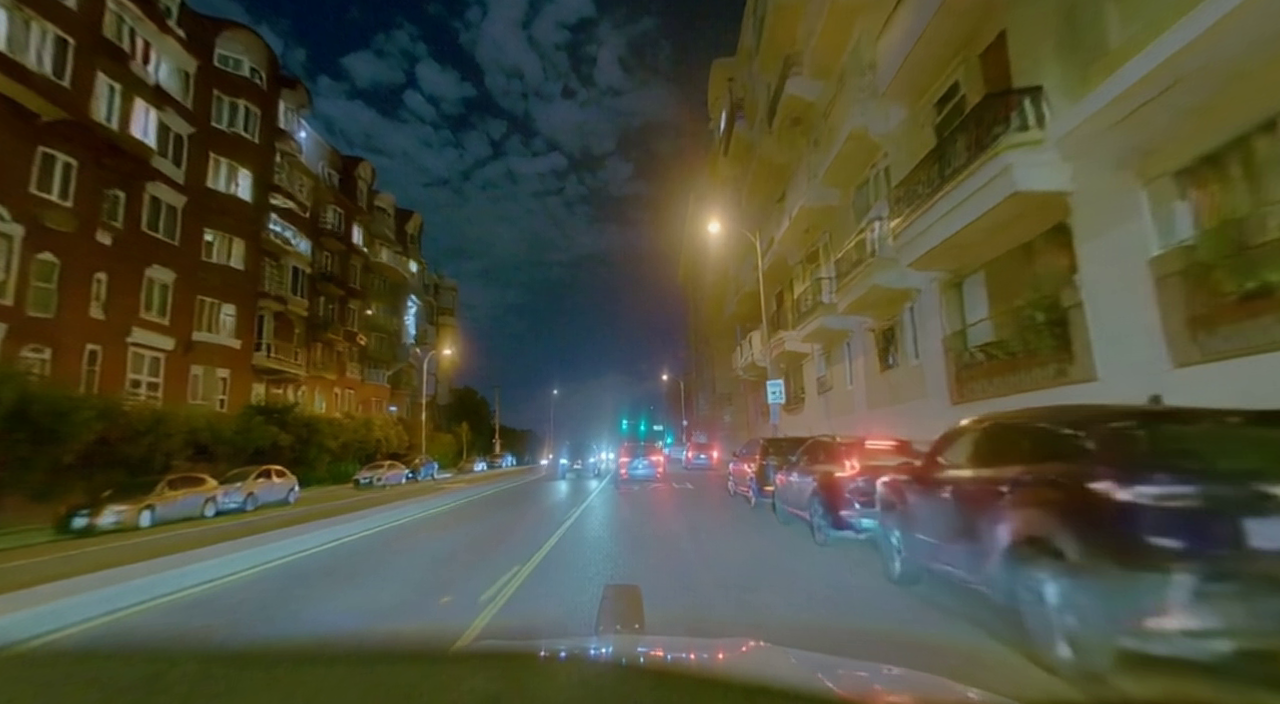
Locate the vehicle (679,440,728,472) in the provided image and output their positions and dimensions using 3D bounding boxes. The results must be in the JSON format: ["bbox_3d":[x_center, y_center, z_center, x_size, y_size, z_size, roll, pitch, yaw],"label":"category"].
[{"bbox_3d":[3.222,5.401,32.987,2.077,1.532,4.694,0,-8,0],"label":"vehicle"}]

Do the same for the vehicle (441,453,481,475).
[{"bbox_3d":[-13.699,8.578,48.635,1.844,1.499,4.421,0,-8,0],"label":"vehicle"}]

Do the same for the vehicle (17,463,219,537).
[{"bbox_3d":[-13.821,3.889,17.159,1.887,1.619,4.208,0,-8,-1],"label":"vehicle"}]

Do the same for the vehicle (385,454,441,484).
[{"bbox_3d":[-13.641,7.030,38.208,1.839,1.594,4.055,0,-8,0],"label":"vehicle"}]

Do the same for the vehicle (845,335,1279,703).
[{"bbox_3d":[3.167,1.138,4.507,1.906,1.779,4.494,0,-8,0],"label":"vehicle"}]

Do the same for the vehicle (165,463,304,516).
[{"bbox_3d":[-13.673,4.617,21.661,1.837,1.470,4.263,0,-8,1],"label":"vehicle"}]

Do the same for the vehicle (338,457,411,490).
[{"bbox_3d":[-13.691,6.280,32.858,1.907,1.480,4.498,0,-8,-1],"label":"vehicle"}]

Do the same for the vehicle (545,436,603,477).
[{"bbox_3d":[-2.909,4.740,28.808,2.065,1.705,4.353,0,-8,1],"label":"vehicle"}]

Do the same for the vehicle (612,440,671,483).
[{"bbox_3d":[0.057,4.070,23.801,2.026,1.496,3.701,0,-8,0],"label":"vehicle"}]
